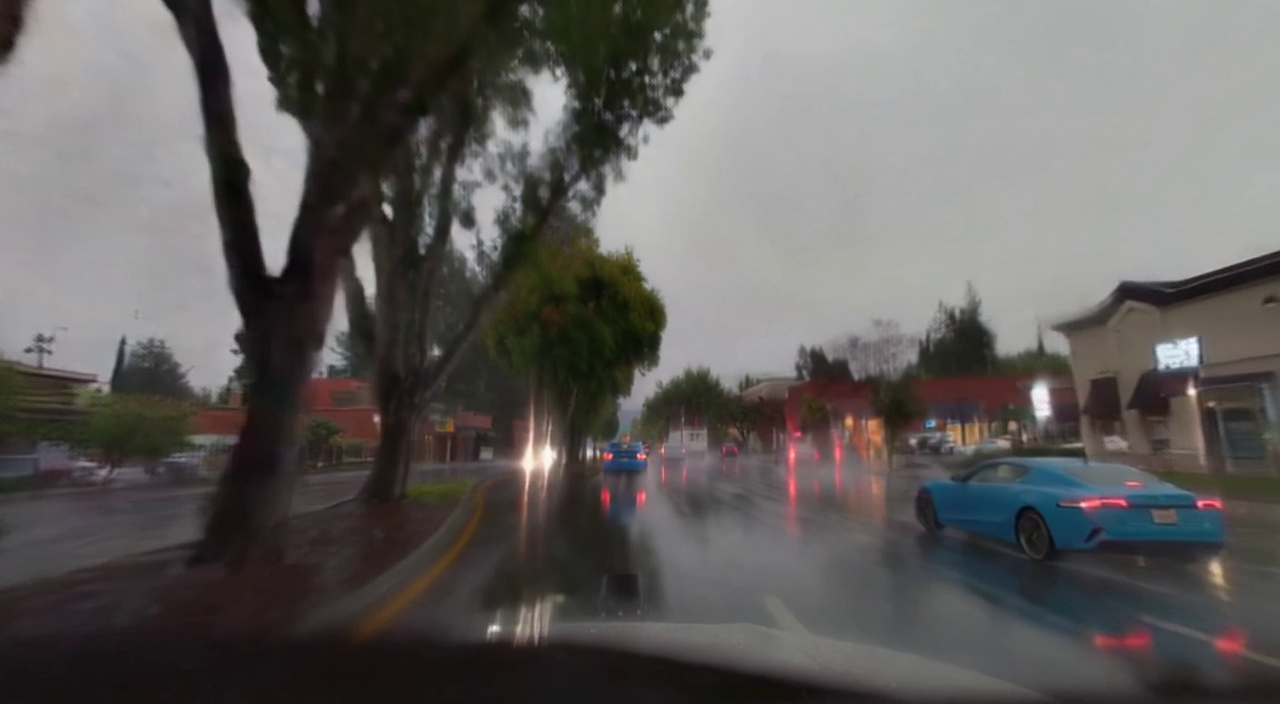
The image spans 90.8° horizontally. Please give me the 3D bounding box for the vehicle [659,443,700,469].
[{"bbox_3d":[2.307,6.314,38.279,2.078,1.471,4.142,0,-9,-2],"label":"vehicle"}]

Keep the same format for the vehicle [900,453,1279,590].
[{"bbox_3d":[5.534,1.991,8.323,2.258,1.294,4.312,0,-9,-2],"label":"vehicle"}]

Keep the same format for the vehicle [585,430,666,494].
[{"bbox_3d":[-0.469,3.405,19.808,2.266,1.762,4.131,0,-9,-2],"label":"vehicle"}]

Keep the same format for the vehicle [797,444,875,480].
[{"bbox_3d":[8.776,4.985,28.738,2.045,1.484,4.342,0,-9,-1],"label":"vehicle"}]
